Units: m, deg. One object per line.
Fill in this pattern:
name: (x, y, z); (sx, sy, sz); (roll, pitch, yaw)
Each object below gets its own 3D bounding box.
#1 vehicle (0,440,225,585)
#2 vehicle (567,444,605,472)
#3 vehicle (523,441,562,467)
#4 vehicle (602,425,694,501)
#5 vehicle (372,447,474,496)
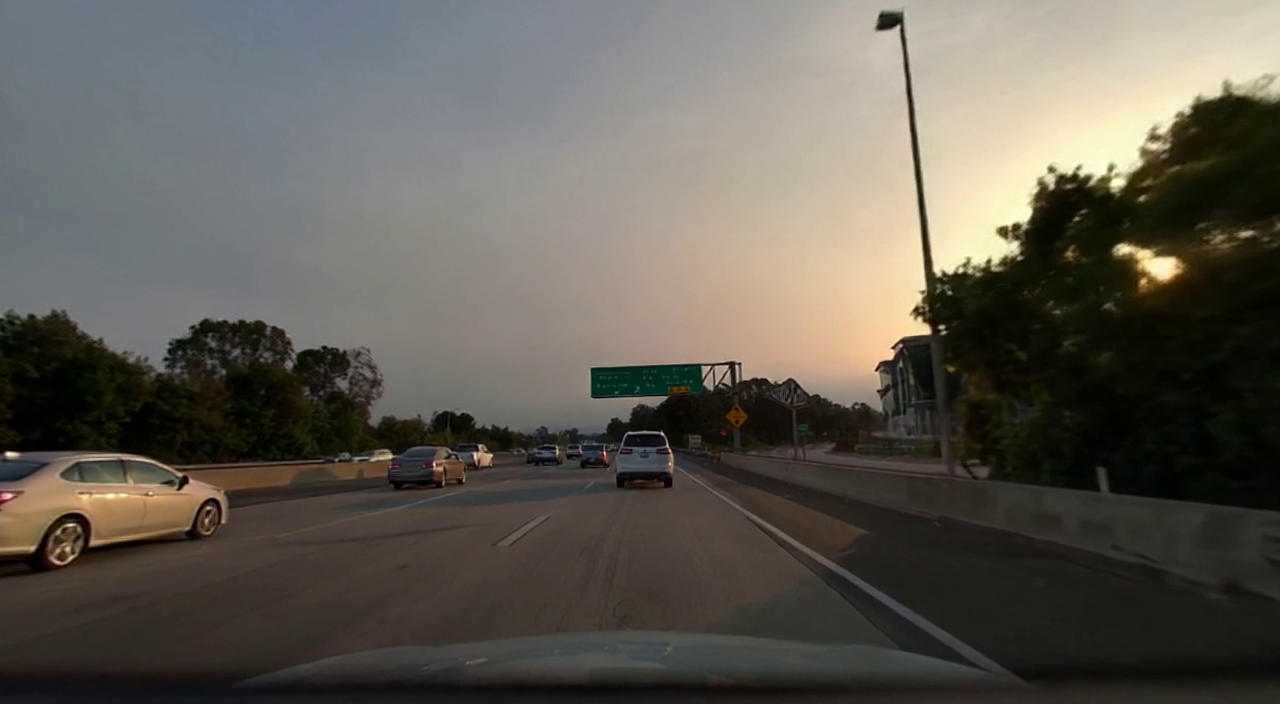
vehicle: (-7.406, 1.809, 7.587); (1.864, 1.458, 4.295); (0, -9, 0)
vehicle: (-3.248, 6.498, 38.907); (1.952, 1.649, 4.131); (0, -9, 1)
vehicle: (-7.270, 7.658, 47.302); (2.106, 1.816, 4.936); (0, -9, 0)
vehicle: (0.211, 2.906, 16.803); (2.152, 1.779, 3.924); (0, -9, 1)
vehicle: (-7.156, 3.962, 21.334); (1.869, 1.466, 4.217); (0, -9, 1)
